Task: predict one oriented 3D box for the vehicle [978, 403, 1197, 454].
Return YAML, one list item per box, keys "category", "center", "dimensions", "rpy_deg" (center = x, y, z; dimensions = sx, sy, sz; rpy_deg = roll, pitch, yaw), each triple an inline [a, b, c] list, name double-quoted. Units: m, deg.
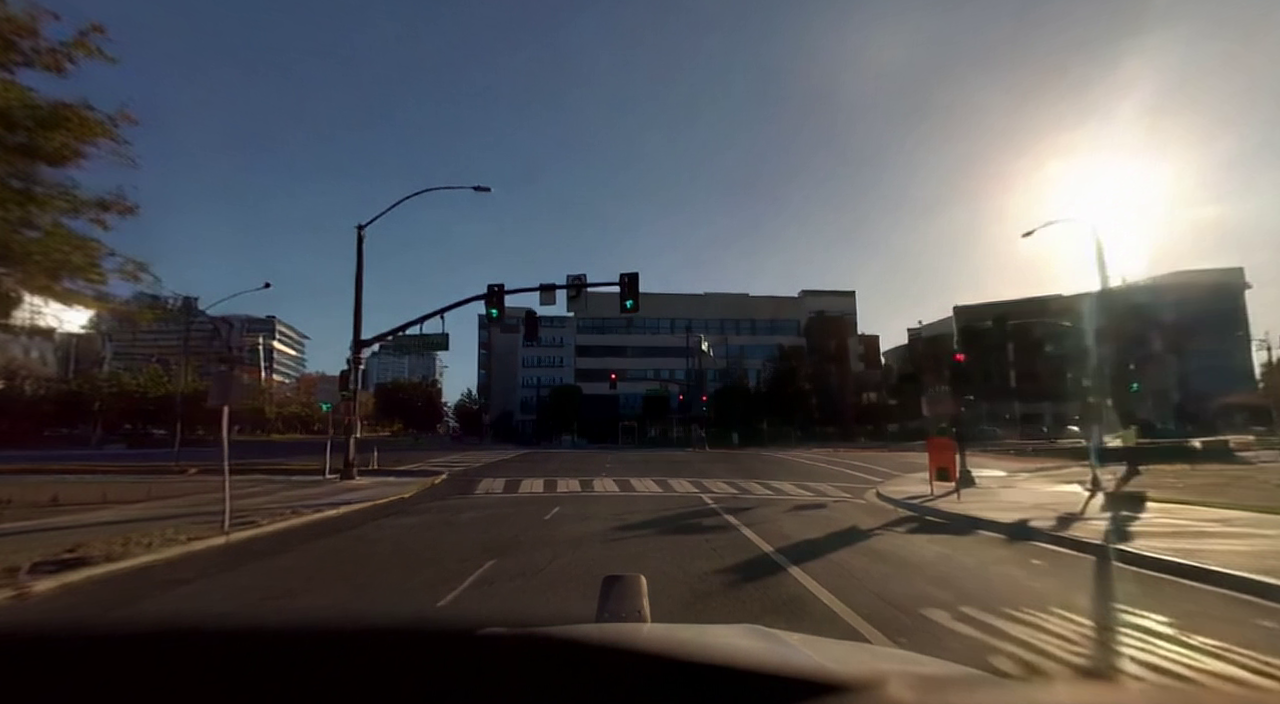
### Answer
- category: "vehicle"
  center: [31.013, 5.397, 43.912]
  dimensions: [12.822, 3.296, 3.033]
  rpy_deg: [0, -9, 0]
